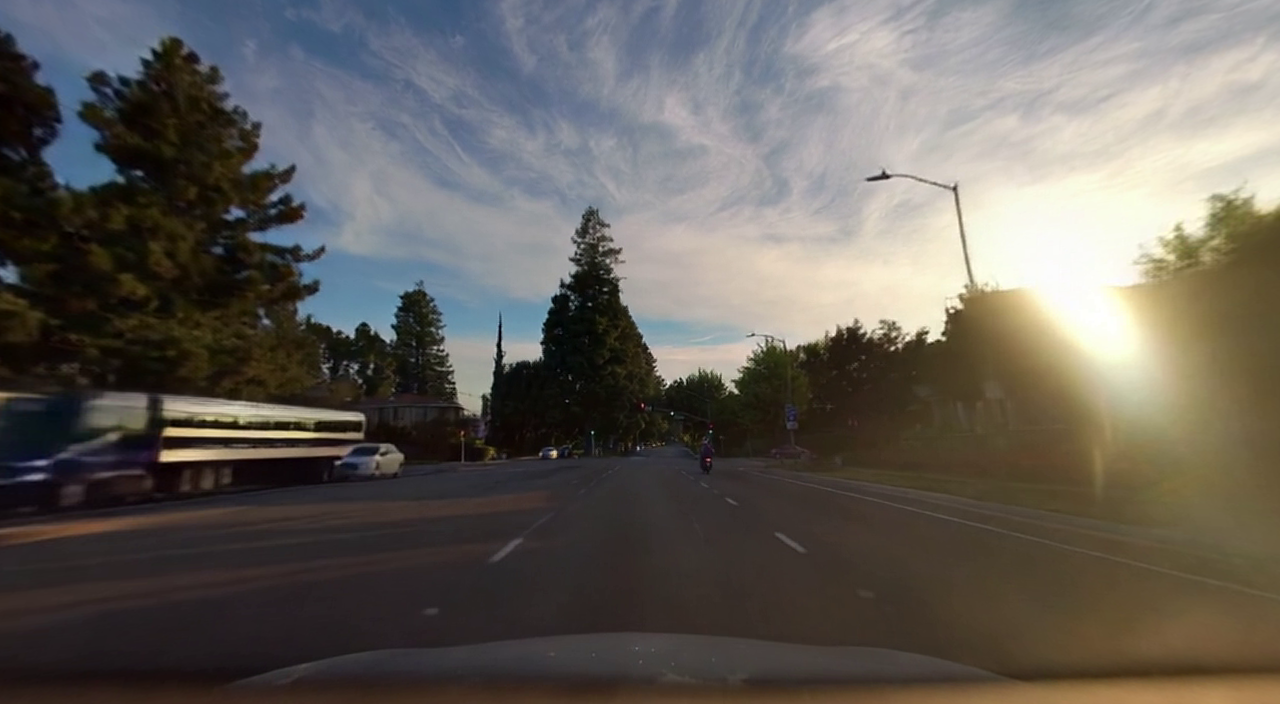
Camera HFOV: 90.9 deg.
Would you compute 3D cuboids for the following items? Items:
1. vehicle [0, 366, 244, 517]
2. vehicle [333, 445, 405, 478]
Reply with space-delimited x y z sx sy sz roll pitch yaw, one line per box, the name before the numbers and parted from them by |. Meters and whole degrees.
vehicle | -17.216 2.931 20.710 3.027 3.971 8.006 -1 -8 1
vehicle | -13.560 5.495 31.769 1.899 1.522 3.865 0 -9 0
